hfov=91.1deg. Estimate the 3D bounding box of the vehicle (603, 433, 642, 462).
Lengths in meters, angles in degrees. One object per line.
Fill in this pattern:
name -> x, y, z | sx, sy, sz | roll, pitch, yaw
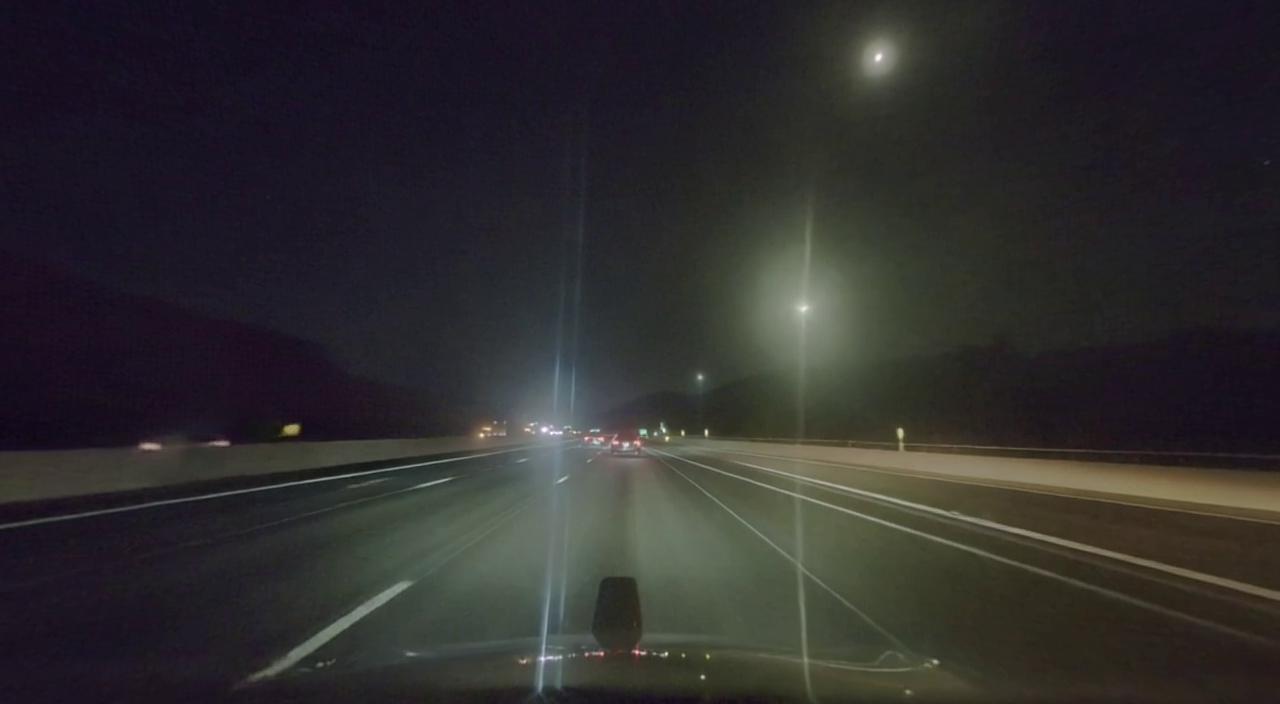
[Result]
vehicle -> -0.944, 5.066, 33.536 | 1.948, 1.470, 3.913 | 0, -8, -2
